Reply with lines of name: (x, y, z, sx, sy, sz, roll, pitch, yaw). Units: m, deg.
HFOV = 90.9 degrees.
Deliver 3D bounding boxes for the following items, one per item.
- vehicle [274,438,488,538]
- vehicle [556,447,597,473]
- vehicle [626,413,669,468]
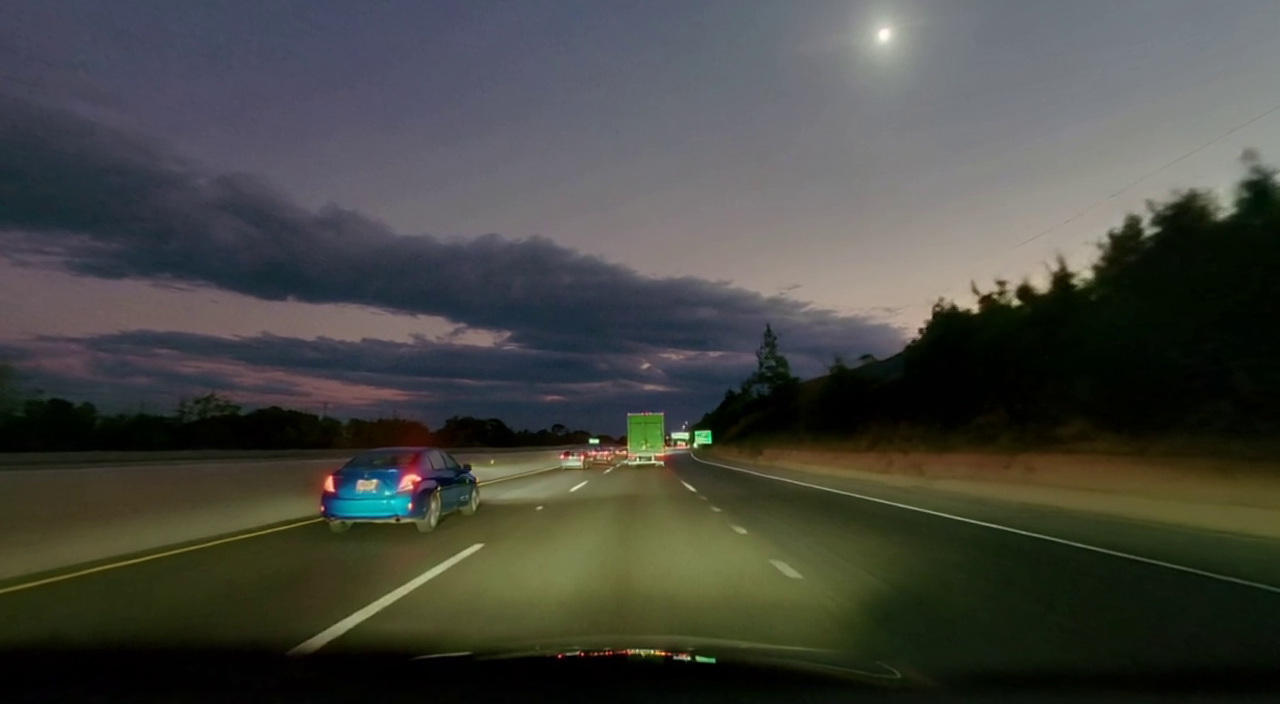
vehicle: (-4.384, 2.358, 11.603, 2.010, 1.461, 4.391, 0, -9, 1)
vehicle: (-3.768, 6.494, 38.143, 1.981, 1.435, 4.199, 0, -9, 1)
vehicle: (0.461, 6.597, 46.628, 2.893, 3.628, 9.081, 0, -9, 0)
